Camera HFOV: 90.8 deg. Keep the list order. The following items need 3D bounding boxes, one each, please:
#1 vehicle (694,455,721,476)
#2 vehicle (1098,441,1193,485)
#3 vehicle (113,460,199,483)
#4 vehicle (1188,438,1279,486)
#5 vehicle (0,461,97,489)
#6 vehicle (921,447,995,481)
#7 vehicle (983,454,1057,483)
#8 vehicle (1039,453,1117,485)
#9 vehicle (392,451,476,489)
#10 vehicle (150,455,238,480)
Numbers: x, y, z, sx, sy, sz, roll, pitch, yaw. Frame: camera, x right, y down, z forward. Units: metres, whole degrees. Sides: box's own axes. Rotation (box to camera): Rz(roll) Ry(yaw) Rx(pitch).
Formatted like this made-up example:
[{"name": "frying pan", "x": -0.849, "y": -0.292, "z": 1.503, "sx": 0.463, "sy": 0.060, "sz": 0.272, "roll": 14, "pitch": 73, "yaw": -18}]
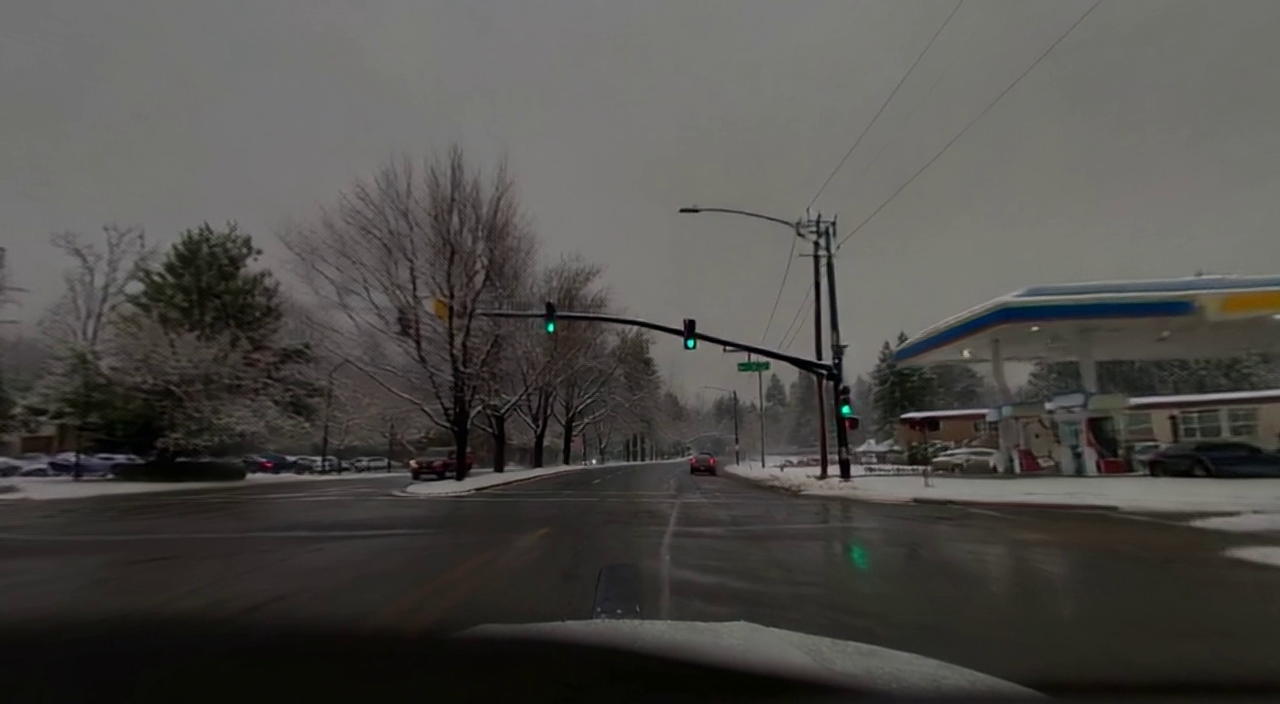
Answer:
[{"name": "vehicle", "x": 5.177, "y": 8.746, "z": 48.821, "sx": 1.908, "sy": 1.492, "sz": 3.977, "roll": 0, "pitch": -9, "yaw": 3}, {"name": "vehicle", "x": 23.395, "y": 5.090, "z": 29.162, "sx": 4.920, "sy": 1.864, "sz": 2.027, "roll": 7, "pitch": -11, "yaw": -36}, {"name": "vehicle", "x": -32.568, "y": 8.036, "z": 42.568, "sx": 4.233, "sy": 1.434, "sz": 1.961, "roll": 0, "pitch": -9, "yaw": 4}, {"name": "vehicle", "x": 25.379, "y": 4.632, "z": 26.894, "sx": 4.799, "sy": 1.850, "sz": 2.174, "roll": 8, "pitch": -12, "yaw": -39}, {"name": "vehicle", "x": -32.646, "y": 6.714, "z": 34.559, "sx": 4.026, "sy": 1.453, "sz": 1.898, "roll": 0, "pitch": -9, "yaw": 1}, {"name": "vehicle", "x": 17.867, "y": 6.247, "z": 35.407, "sx": 4.601, "sy": 1.766, "sz": 2.015, "roll": 8, "pitch": -14, "yaw": -42}, {"name": "vehicle", "x": 20.185, "y": 6.201, "z": 33.475, "sx": 4.553, "sy": 1.371, "sz": 2.019, "roll": 10, "pitch": -16, "yaw": -42}, {"name": "vehicle", "x": 22.004, "y": 5.827, "z": 31.655, "sx": 4.329, "sy": 1.461, "sz": 1.873, "roll": 7, "pitch": -11, "yaw": -38}, {"name": "vehicle", "x": -9.054, "y": 5.205, "z": 28.233, "sx": 2.023, "sy": 1.498, "sz": 4.605, "roll": 0, "pitch": -9, "yaw": 3}, {"name": "vehicle", "x": -32.139, "y": 8.303, "z": 45.619, "sx": 4.820, "sy": 1.694, "sz": 2.101, "roll": -1, "pitch": -9, "yaw": 5}]
